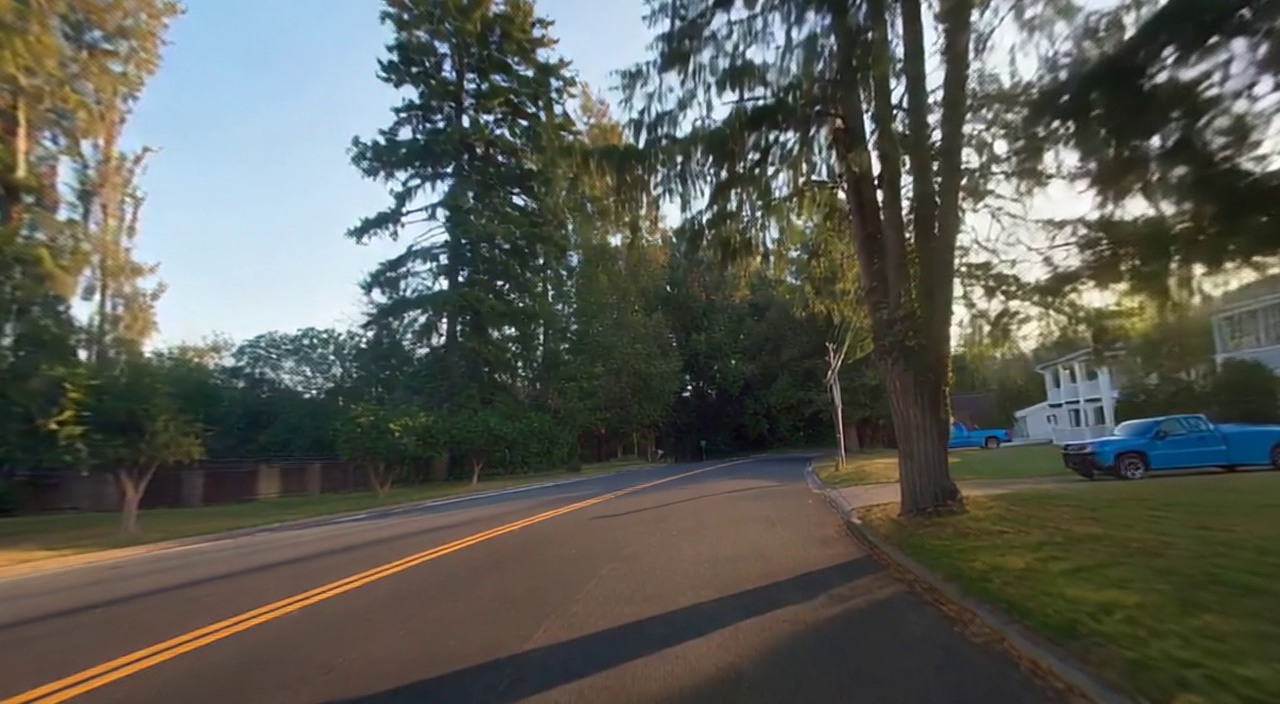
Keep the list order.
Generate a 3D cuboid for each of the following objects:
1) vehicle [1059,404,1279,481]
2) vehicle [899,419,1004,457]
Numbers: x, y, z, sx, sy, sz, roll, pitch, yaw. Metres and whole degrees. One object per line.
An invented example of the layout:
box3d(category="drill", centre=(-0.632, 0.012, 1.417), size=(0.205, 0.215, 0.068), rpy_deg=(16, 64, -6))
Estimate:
box3d(category="vehicle", centre=(13.184, 2.165, 15.137), size=(4.644, 1.441, 2.074), rpy_deg=(-8, -11, 18))
box3d(category="vehicle", centre=(19.676, 5.563, 40.173), size=(5.704, 1.788, 2.095), rpy_deg=(-9, -13, 21))
